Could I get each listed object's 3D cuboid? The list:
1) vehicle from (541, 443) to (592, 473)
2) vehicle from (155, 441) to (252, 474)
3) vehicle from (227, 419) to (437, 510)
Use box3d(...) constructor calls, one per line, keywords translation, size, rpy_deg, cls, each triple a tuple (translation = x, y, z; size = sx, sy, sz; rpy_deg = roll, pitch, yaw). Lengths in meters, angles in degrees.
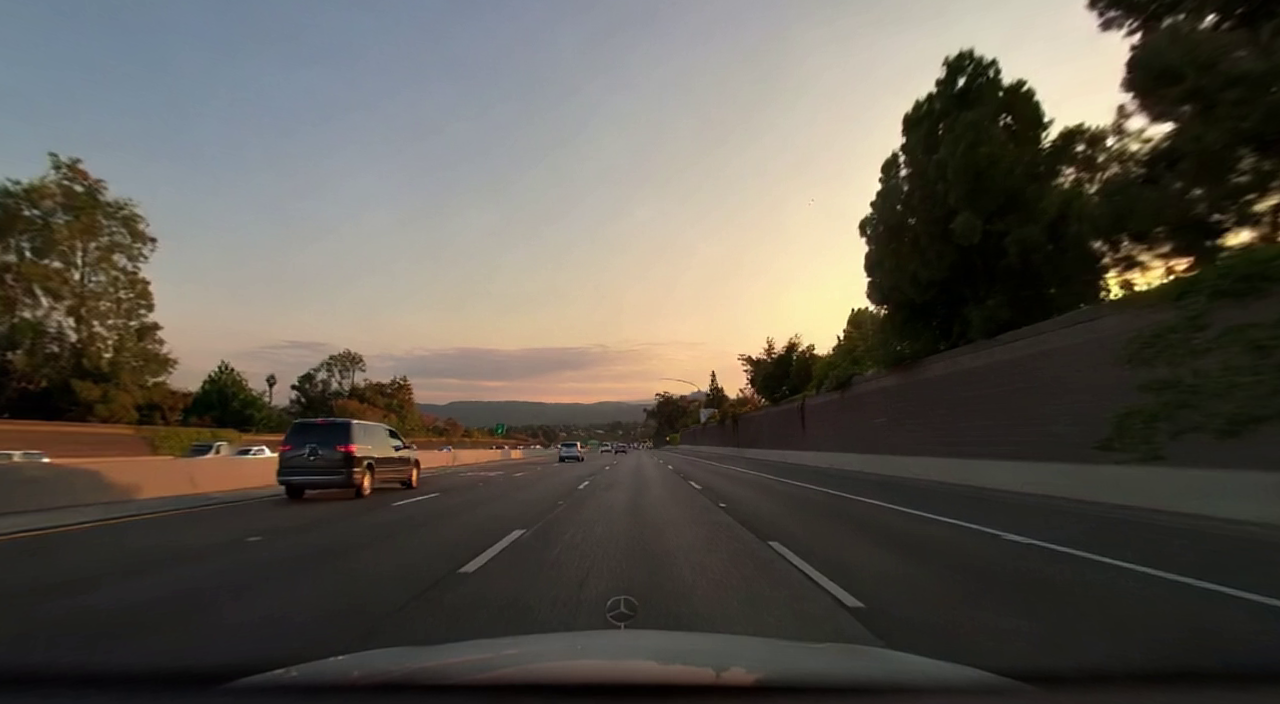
box3d(translation=(-3.802, 5.545, 33.386), size=(2.106, 1.452, 4.525), rpy_deg=(0, -8, 0), cls="vehicle")
box3d(translation=(-29.450, 7.114, 42.828), size=(2.262, 1.999, 5.898), rpy_deg=(0, -8, 1), cls="vehicle")
box3d(translation=(-7.606, 2.864, 16.661), size=(2.351, 1.922, 6.335), rpy_deg=(0, -8, 0), cls="vehicle")
